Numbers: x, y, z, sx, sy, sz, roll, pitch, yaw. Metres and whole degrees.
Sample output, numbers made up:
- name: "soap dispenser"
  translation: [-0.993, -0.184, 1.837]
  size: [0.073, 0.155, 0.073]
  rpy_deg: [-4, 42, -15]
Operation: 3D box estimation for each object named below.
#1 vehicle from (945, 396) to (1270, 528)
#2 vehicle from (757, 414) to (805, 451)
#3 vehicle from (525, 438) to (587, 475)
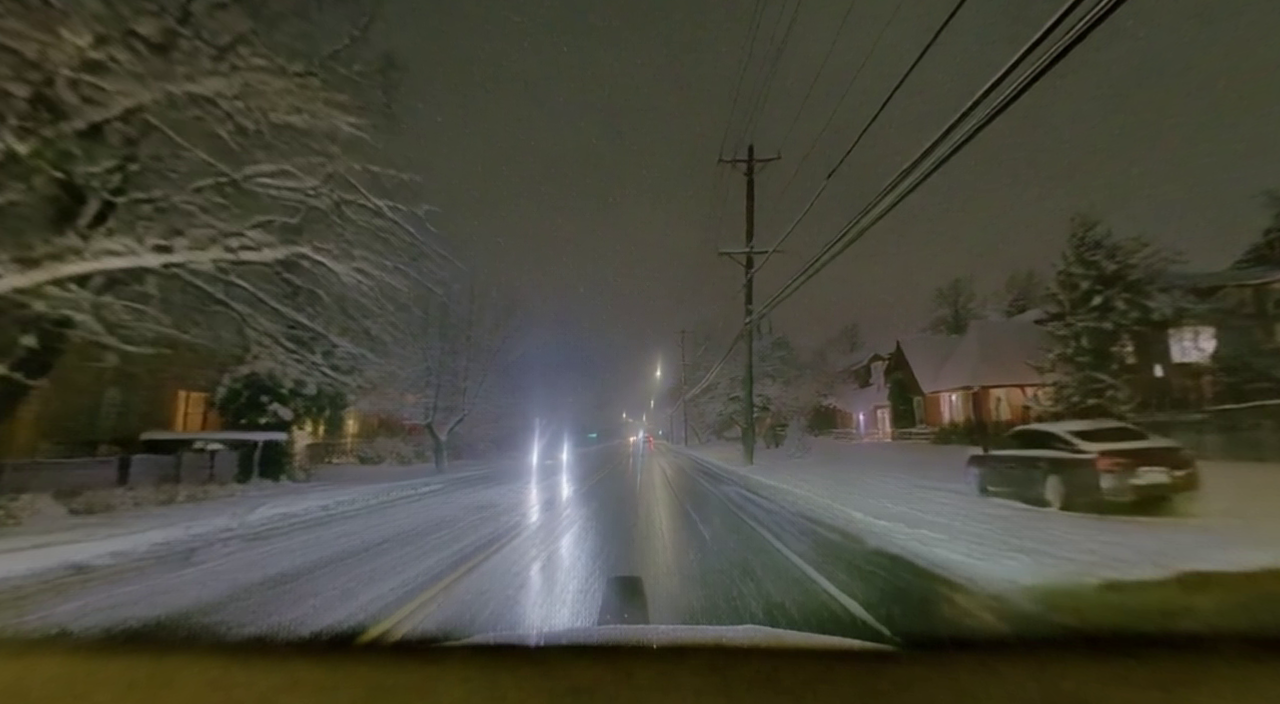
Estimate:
- name: "vehicle"
  translation: [7.095, 1.735, 10.382]
  size: [2.071, 1.510, 4.418]
  rpy_deg: [-6, -8, 4]
- name: "vehicle"
  translation: [7.904, 4.571, 35.650]
  size: [1.878, 1.743, 4.556]
  rpy_deg: [-6, -9, 4]
- name: "vehicle"
  translation: [-3.632, 4.584, 27.956]
  size: [2.028, 1.488, 4.392]
  rpy_deg: [0, -8, 1]
